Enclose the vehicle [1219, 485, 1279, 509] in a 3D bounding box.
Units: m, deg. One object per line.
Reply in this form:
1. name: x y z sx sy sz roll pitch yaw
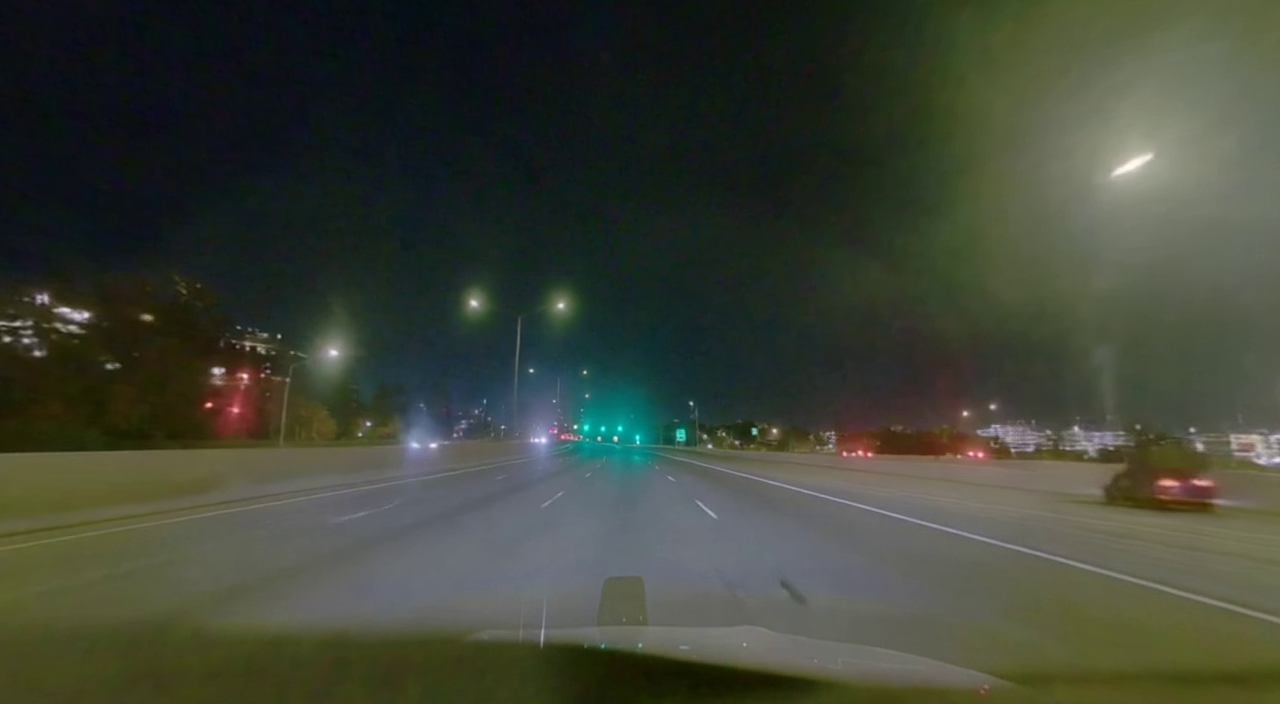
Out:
1. vehicle: 45.446 10.714 46.712 4.599 1.530 2.012 6 -11 -25
